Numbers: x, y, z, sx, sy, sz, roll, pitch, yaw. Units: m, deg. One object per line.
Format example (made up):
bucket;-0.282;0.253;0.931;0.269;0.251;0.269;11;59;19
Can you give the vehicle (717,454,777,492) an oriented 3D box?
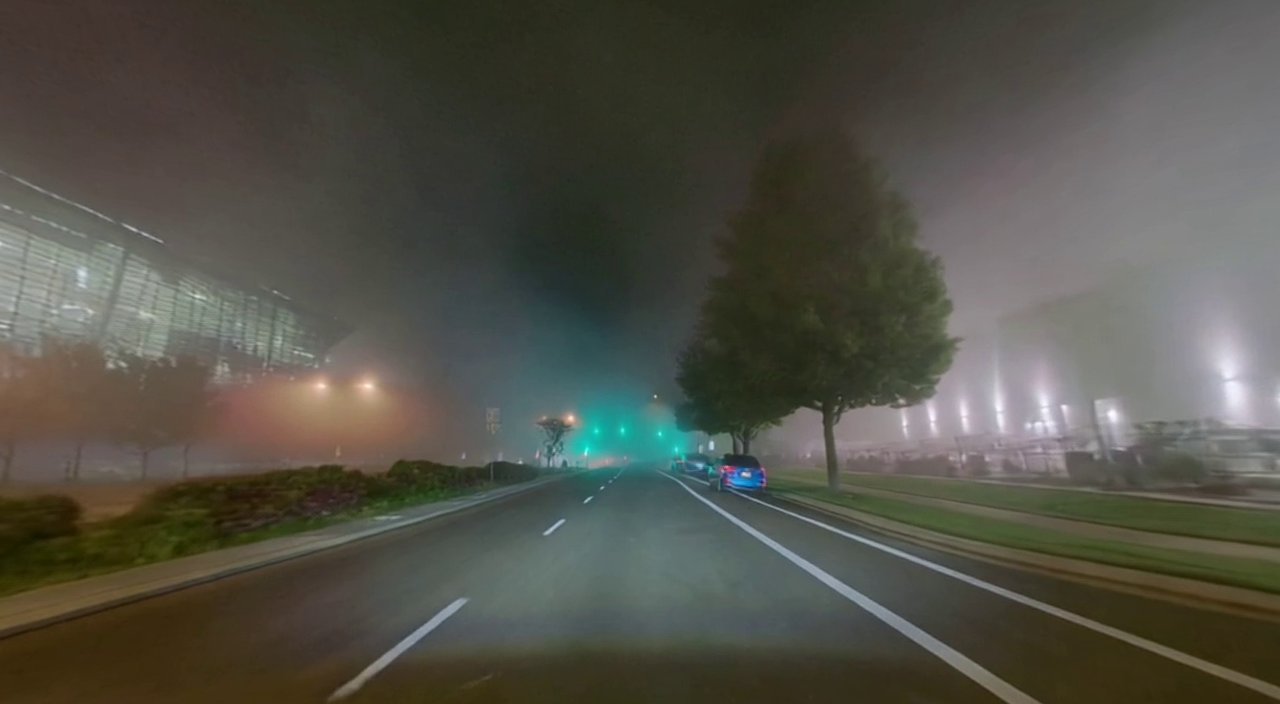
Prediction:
vehicle;4.757;5.422;28.652;1.909;1.503;4.368;0;-8;0
